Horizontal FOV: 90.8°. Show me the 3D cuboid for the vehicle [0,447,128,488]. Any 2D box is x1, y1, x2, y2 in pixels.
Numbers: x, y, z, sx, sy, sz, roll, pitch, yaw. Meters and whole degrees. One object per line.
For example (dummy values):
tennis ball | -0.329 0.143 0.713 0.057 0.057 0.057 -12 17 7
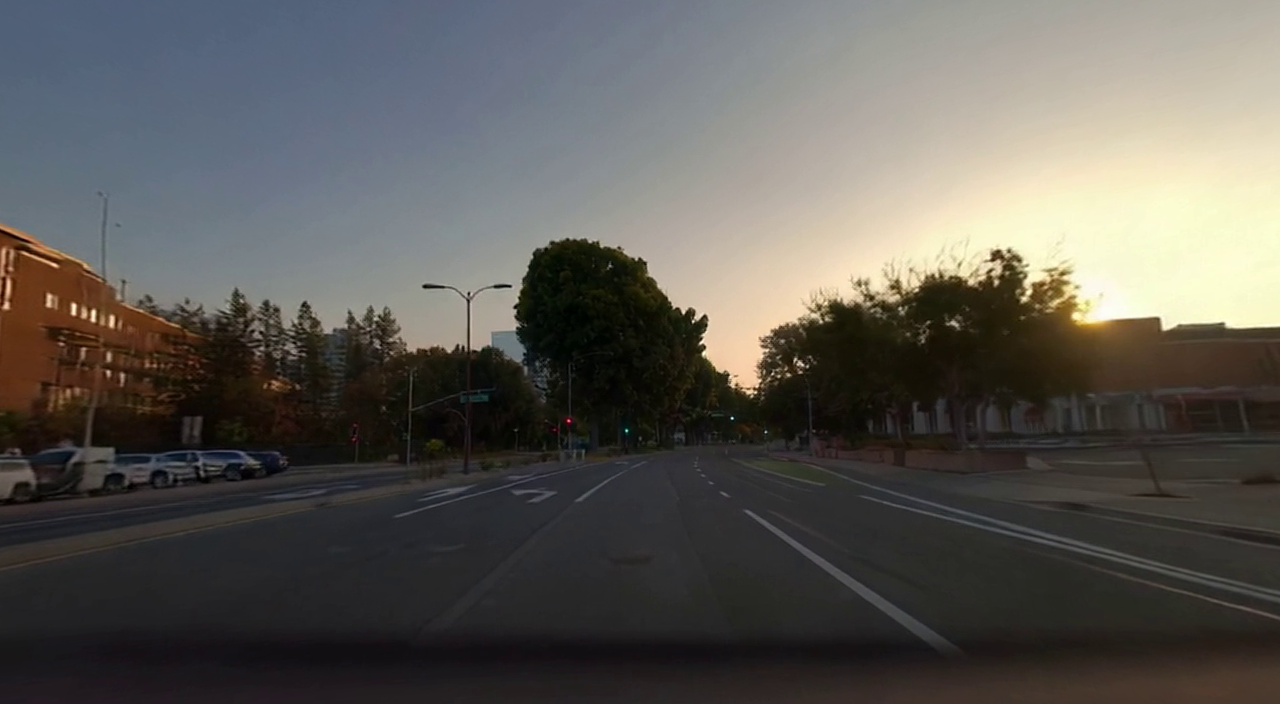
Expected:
vehicle | -28.698 5.629 30.967 5.248 1.758 2.122 -1 -8 -3
